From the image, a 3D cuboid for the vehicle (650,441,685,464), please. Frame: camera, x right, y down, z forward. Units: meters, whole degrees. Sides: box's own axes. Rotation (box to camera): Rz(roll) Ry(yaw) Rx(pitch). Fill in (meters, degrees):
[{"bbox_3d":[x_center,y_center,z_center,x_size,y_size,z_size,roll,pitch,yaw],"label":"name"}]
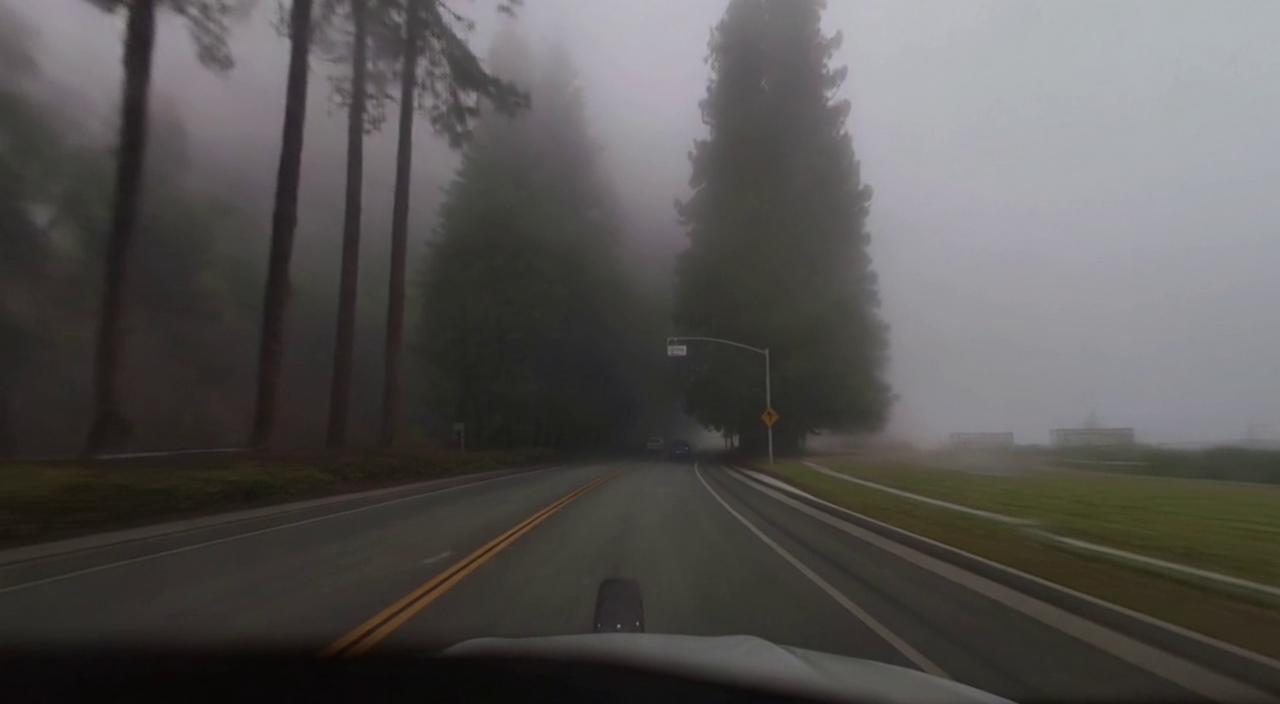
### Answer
[{"bbox_3d":[1.904,6.774,42.818,2.071,1.474,4.047,-1,-8,6],"label":"vehicle"}]
